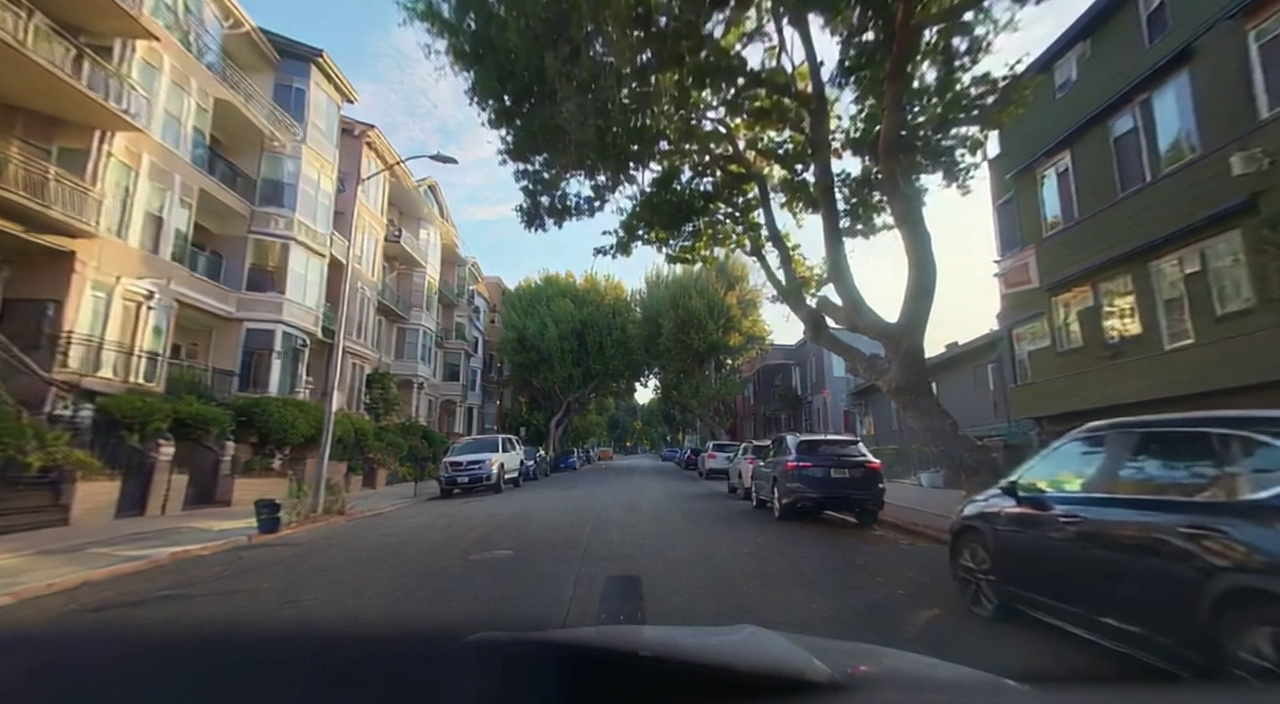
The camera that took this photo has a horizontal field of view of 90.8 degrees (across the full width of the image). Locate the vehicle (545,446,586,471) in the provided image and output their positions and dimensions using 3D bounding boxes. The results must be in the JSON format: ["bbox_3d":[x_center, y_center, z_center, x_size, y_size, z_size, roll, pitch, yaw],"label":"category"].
[{"bbox_3d":[-5.442,7.838,46.759,2.222,1.735,5.215,-1,-8,2],"label":"vehicle"}]

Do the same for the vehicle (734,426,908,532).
[{"bbox_3d":[3.495,2.569,13.485,2.216,1.790,5.077,0,-8,0],"label":"vehicle"}]

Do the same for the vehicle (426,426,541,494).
[{"bbox_3d":[-5.534,4.014,23.405,2.596,2.152,5.689,-1,-10,2],"label":"vehicle"}]

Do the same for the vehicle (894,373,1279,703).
[{"bbox_3d":[3.656,1.075,3.610,2.184,1.661,4.940,0,-8,-2],"label":"vehicle"}]
